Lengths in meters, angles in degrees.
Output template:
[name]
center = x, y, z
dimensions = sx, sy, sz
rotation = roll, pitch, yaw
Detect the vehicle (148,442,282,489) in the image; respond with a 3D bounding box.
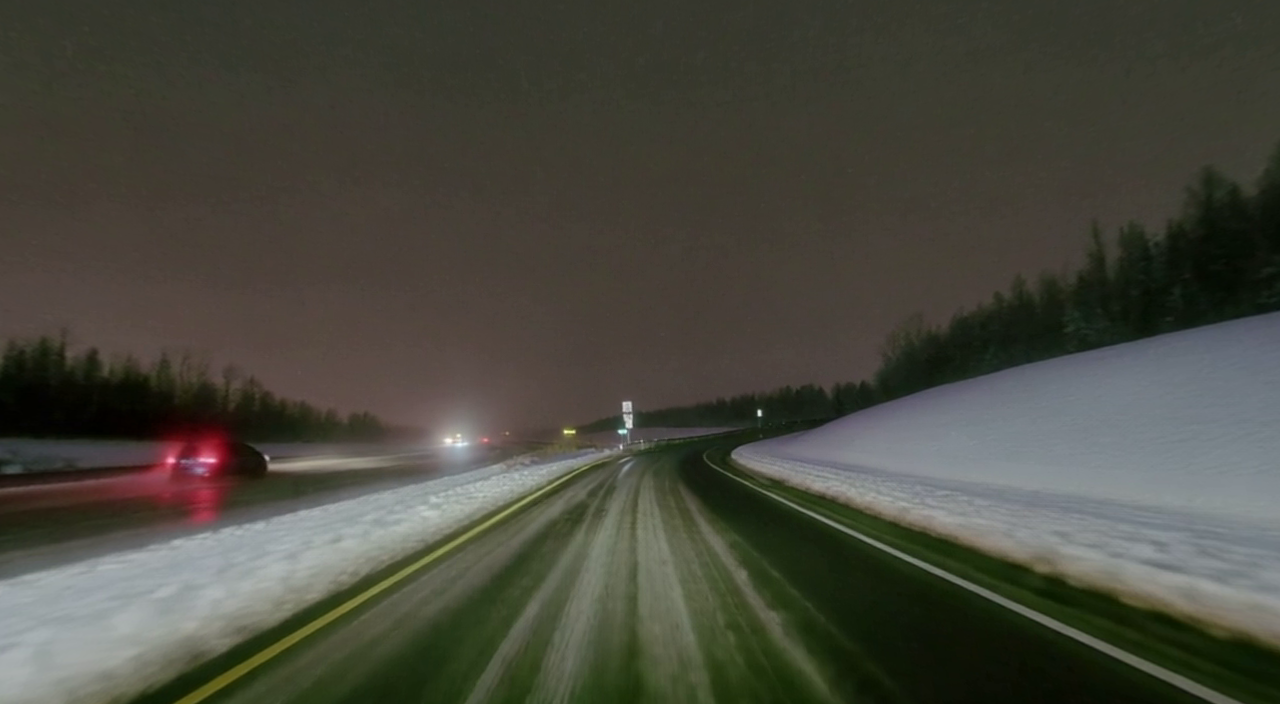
[vehicle]
center = -14.781, 3.915, 22.192
dimensions = 1.895, 1.451, 4.168
rotation = 0, -8, -2
